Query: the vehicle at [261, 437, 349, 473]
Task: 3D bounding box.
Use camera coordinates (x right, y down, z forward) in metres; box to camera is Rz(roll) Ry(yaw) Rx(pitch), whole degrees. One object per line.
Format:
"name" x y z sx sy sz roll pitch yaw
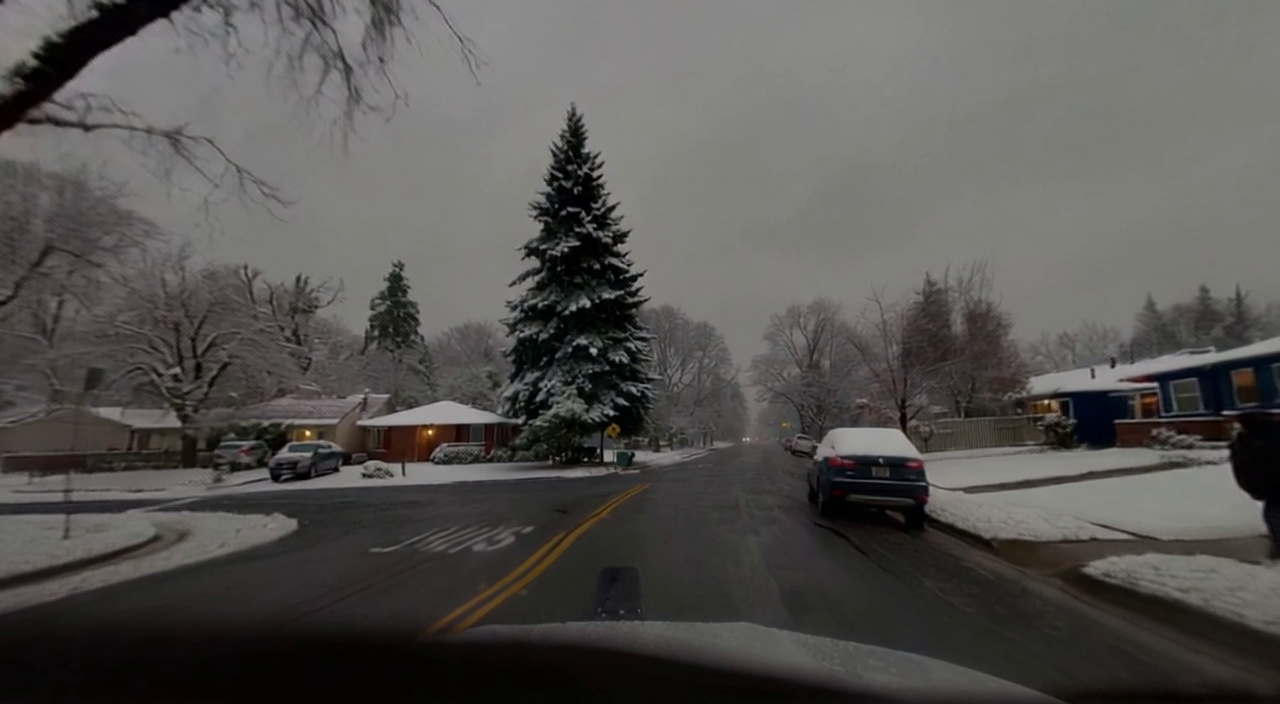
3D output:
"vehicle" -18.047 5.592 34.358 2.021 1.798 4.491 -1 -9 5

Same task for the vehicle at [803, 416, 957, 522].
"vehicle" 4.580 2.302 12.841 2.053 1.737 4.375 -2 -9 9
